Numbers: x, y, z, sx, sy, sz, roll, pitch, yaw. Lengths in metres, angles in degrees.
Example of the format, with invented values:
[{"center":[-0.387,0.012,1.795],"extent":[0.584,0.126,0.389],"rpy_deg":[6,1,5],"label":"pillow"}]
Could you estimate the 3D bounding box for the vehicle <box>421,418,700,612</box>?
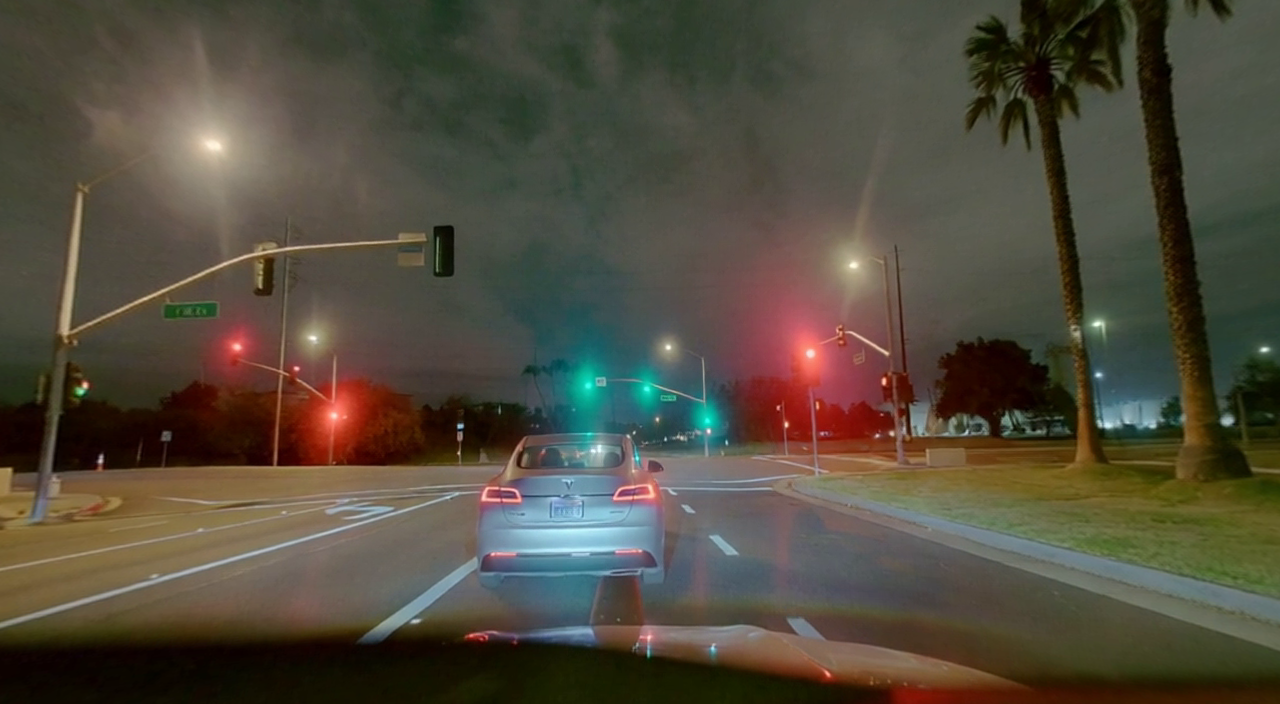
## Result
[{"center":[-0.629,1.578,7.080],"extent":[2.152,1.478,4.229],"rpy_deg":[0,-8,0],"label":"vehicle"}]
